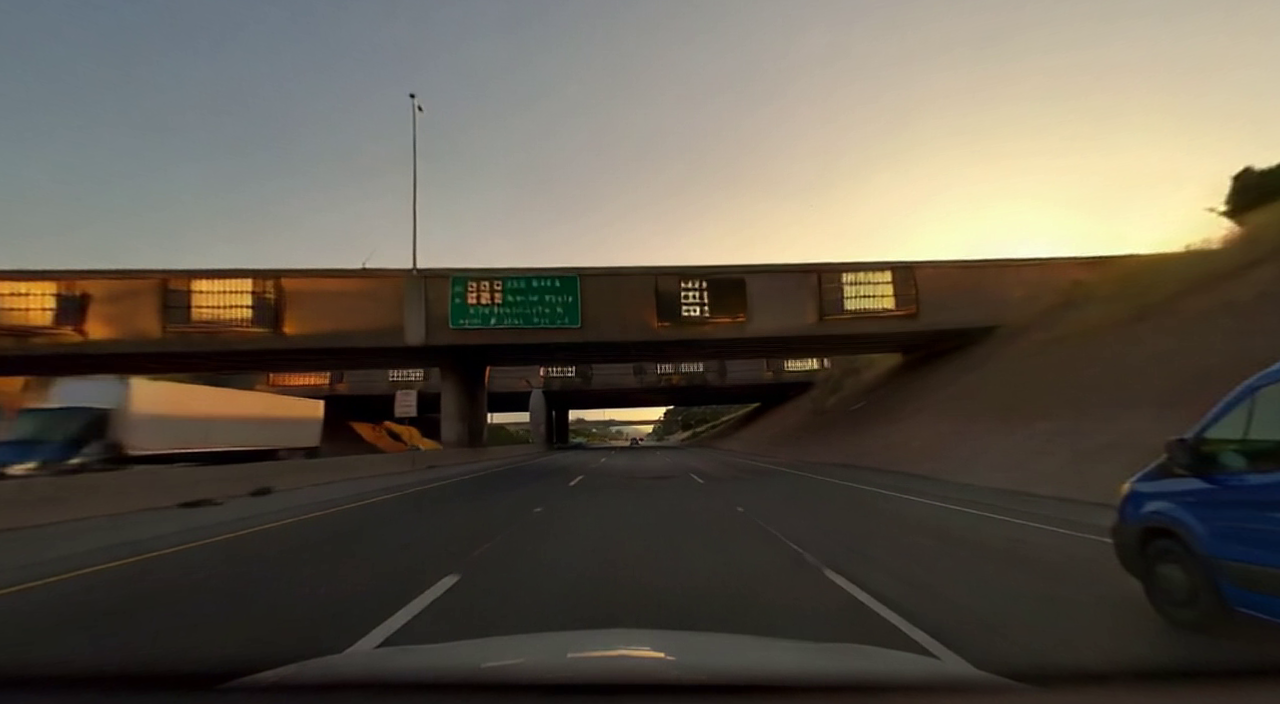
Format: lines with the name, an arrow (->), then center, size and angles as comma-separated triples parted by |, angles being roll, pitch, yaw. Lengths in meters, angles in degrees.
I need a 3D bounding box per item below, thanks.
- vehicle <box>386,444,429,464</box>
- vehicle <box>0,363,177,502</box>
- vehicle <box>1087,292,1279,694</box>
vehicle -> -18.361, 8.061, 49.879 | 1.911, 1.468, 4.258 | 0, -8, -2
vehicle -> -19.155, 2.678, 20.831 | 3.000, 3.921, 5.758 | -1, -8, 1
vehicle -> 4.308, 0.547, 2.071 | 2.161, 2.002, 4.631 | 0, -8, -1
